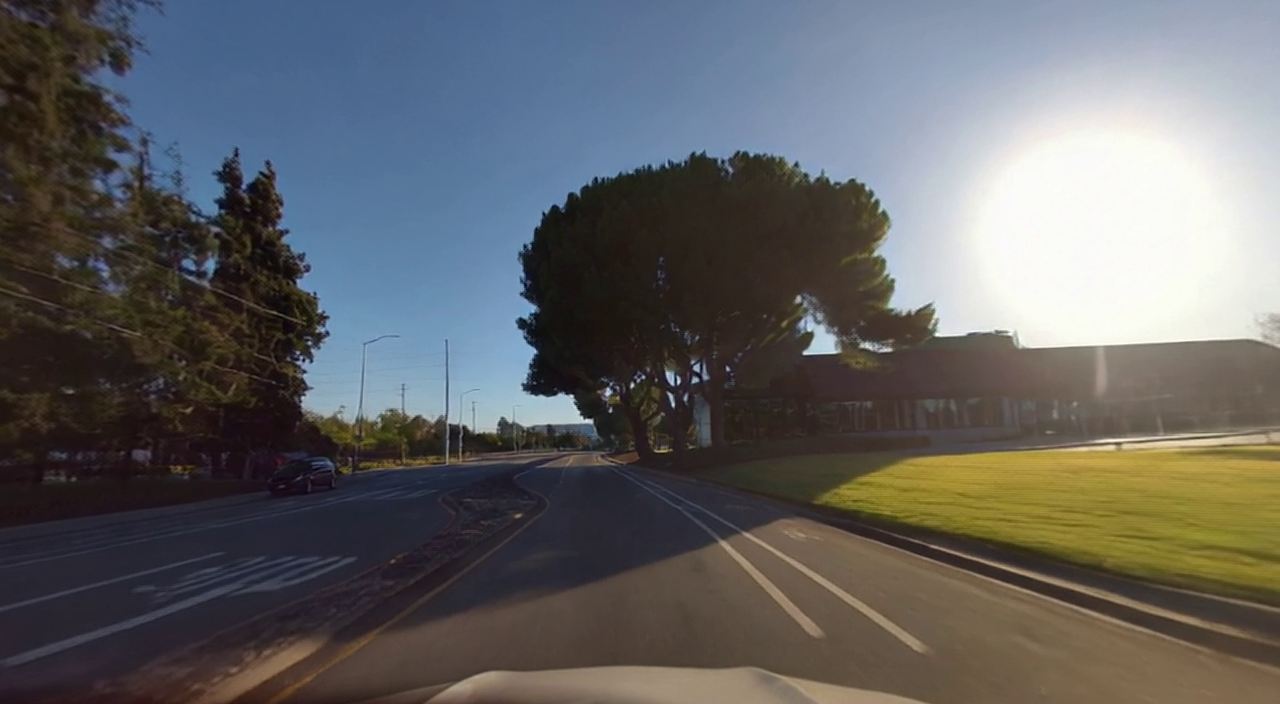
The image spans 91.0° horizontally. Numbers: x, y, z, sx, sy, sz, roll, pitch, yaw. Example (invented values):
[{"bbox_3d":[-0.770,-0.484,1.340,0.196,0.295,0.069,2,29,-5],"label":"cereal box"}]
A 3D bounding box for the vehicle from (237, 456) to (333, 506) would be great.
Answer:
[{"bbox_3d":[-14.775,5.326,26.466,1.952,1.632,4.200,-2,-7,-6],"label":"vehicle"}]
